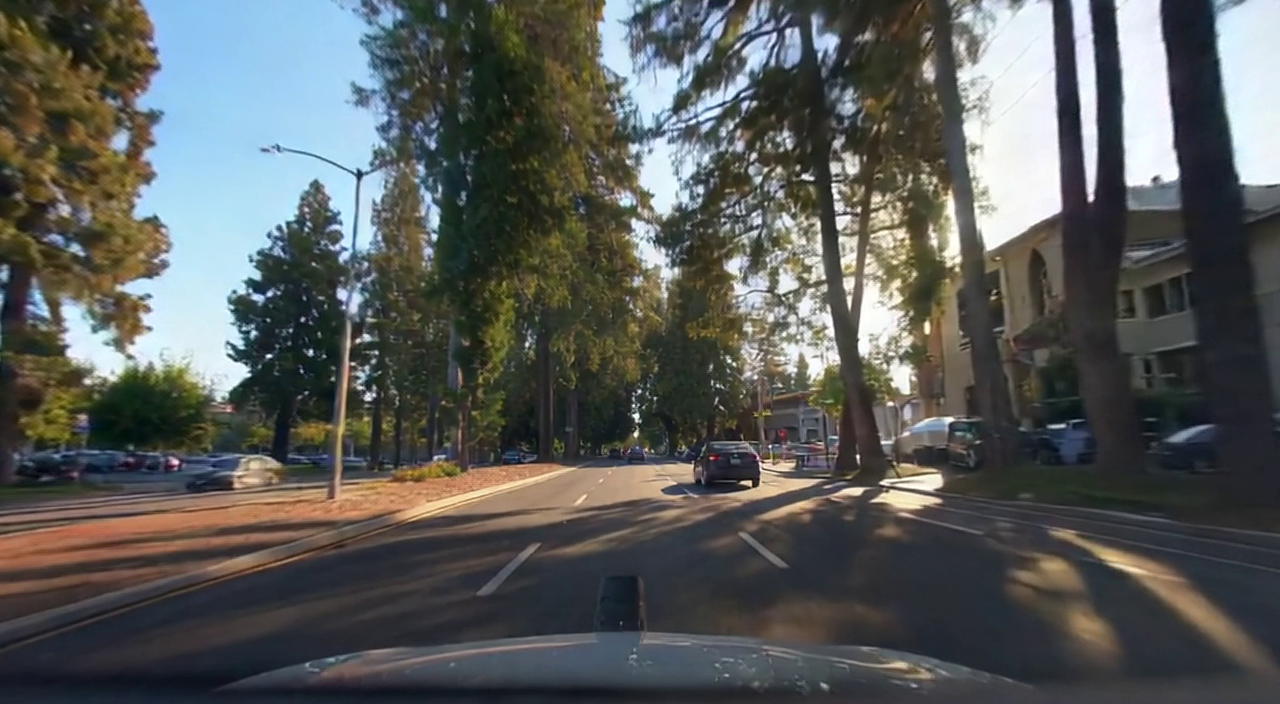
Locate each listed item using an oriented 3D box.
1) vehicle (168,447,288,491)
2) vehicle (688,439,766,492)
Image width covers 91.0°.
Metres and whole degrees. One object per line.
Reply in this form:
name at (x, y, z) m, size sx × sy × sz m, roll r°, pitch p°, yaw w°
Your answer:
vehicle at (-17.606, 4.998, 27.237) m, size 2.097 × 1.691 × 4.569 m, roll 0°, pitch -9°, yaw 0°
vehicle at (2.909, 3.923, 22.048) m, size 2.022 × 1.656 × 4.025 m, roll 0°, pitch -9°, yaw -2°
